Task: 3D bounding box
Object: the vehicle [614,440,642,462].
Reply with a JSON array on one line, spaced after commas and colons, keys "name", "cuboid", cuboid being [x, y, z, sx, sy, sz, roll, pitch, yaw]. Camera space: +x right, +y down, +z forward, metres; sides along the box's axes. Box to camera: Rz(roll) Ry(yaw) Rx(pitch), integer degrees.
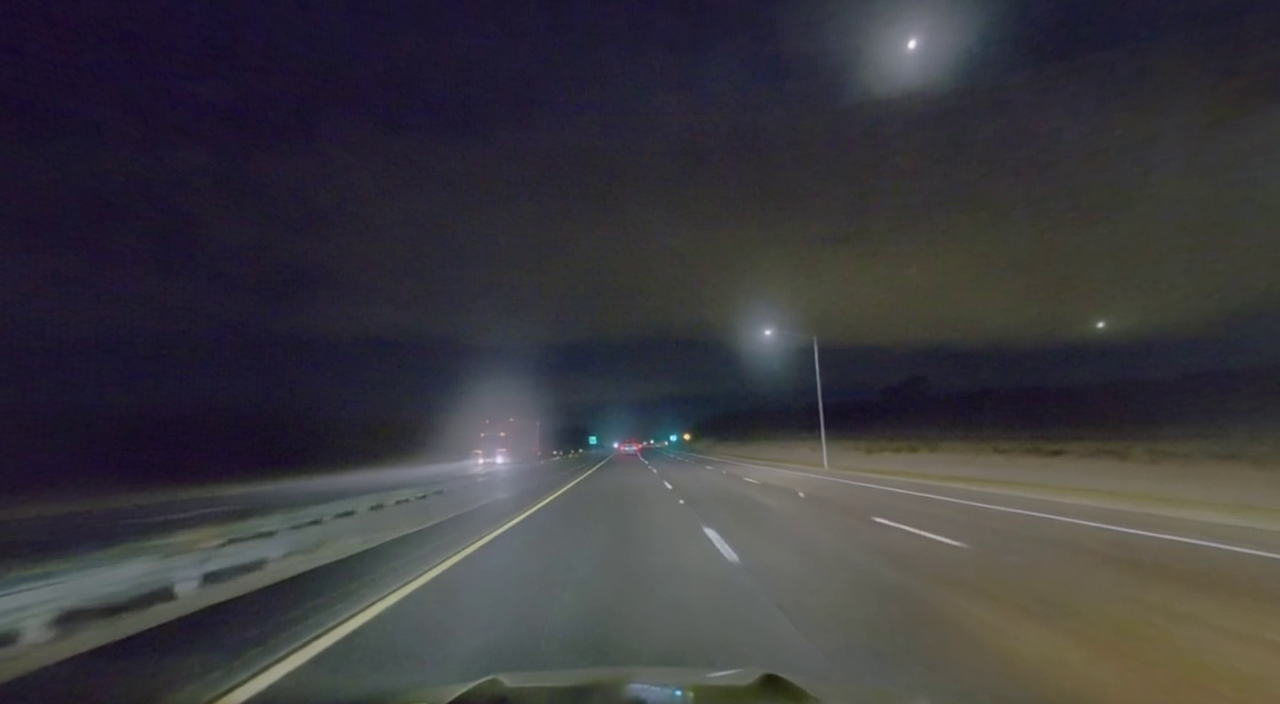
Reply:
[{"name": "vehicle", "cuboid": [-0.896, 7.570, 48.097, 2.009, 1.554, 4.013, 0, -8, -1]}]
